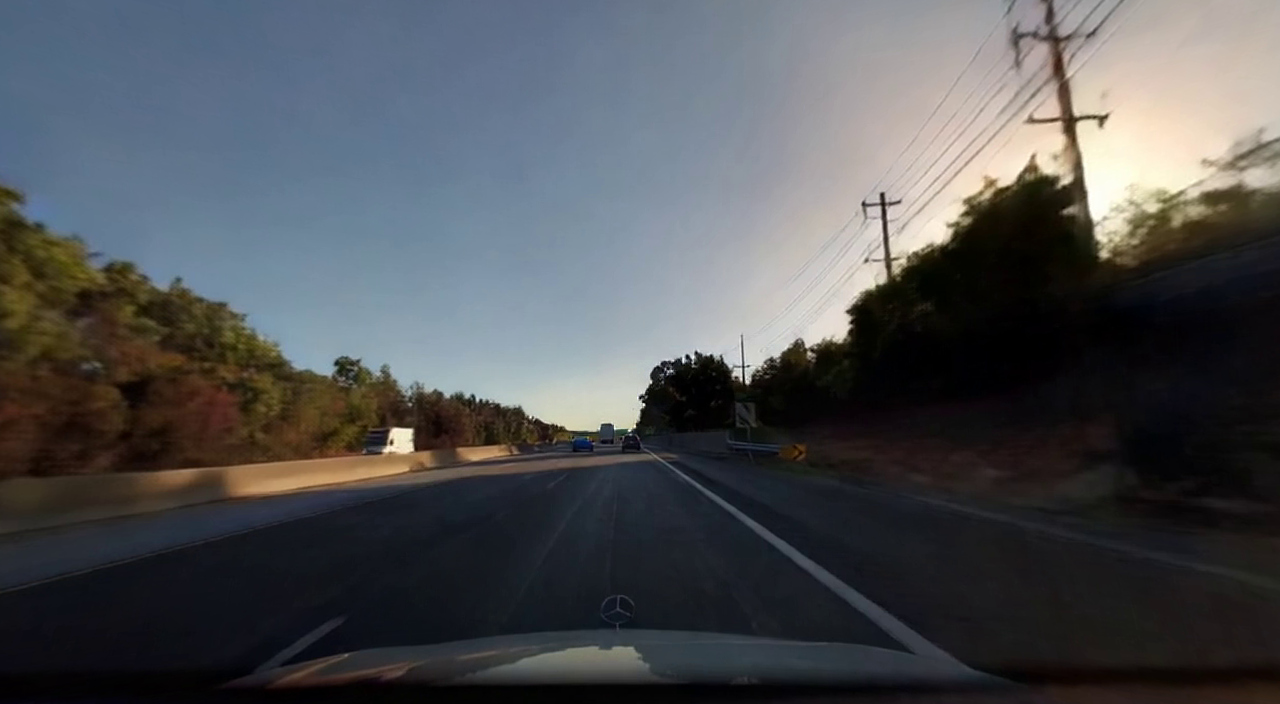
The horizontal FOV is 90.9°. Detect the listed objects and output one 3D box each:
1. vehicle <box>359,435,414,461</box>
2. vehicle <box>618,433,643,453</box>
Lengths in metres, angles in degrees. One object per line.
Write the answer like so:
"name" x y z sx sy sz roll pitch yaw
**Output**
"vehicle" -17.749 6.737 44.374 1.963 1.688 4.677 0 -8 0
"vehicle" -0.781 7.095 49.090 1.890 1.472 3.716 0 -8 -2
